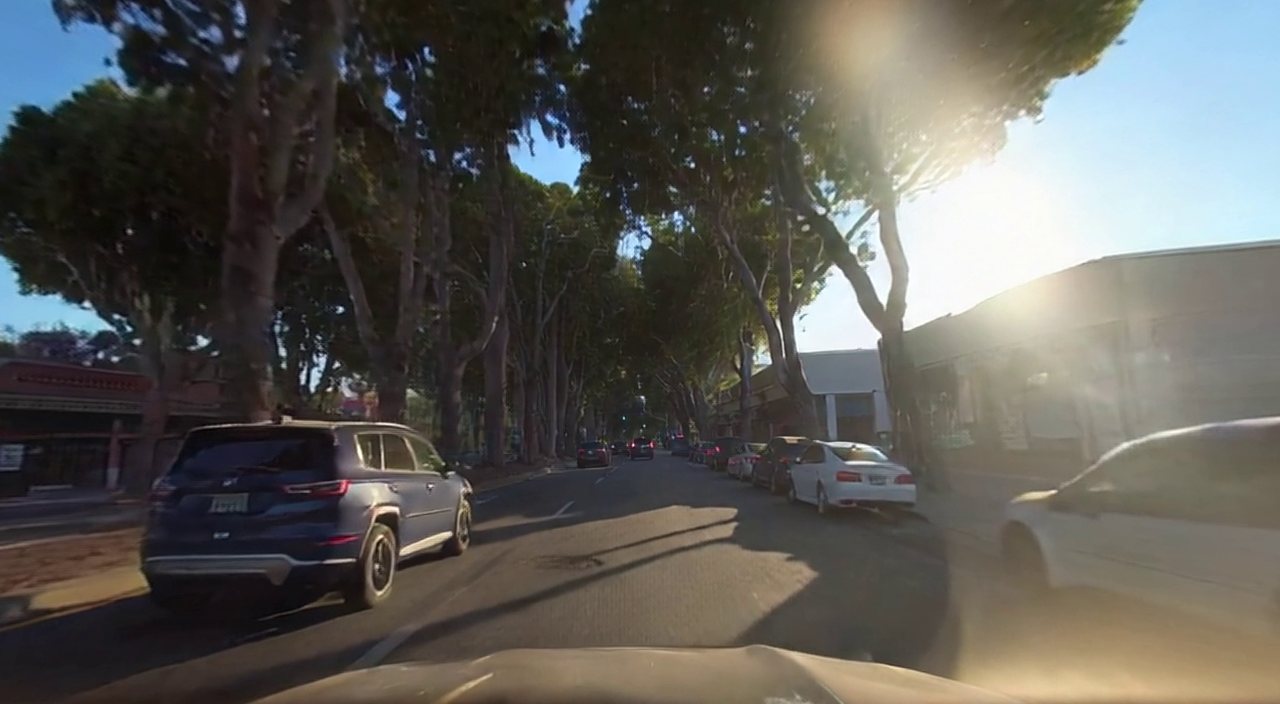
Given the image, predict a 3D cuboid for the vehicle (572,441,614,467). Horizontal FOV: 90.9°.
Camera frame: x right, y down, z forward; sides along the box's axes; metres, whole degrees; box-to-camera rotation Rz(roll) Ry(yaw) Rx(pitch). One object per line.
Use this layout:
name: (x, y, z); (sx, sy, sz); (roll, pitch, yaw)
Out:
vehicle: (-2.848, 6.265, 39.008); (2.151, 1.484, 4.468); (0, -8, 1)

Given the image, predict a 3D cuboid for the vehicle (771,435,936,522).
vehicle: (4.181, 2.530, 13.205); (1.887, 1.517, 4.257); (0, -8, -1)

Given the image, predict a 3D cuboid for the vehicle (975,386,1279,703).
vehicle: (4.260, 1.125, 3.965); (1.940, 1.669, 4.142); (0, -8, -1)

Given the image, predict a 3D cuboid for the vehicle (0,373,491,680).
vehicle: (-3.144, 1.317, 5.981); (2.186, 1.708, 4.746); (0, -8, 1)

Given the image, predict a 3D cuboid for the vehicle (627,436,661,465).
vehicle: (0.264, 6.399, 41.049); (2.075, 1.770, 4.018); (0, -8, 0)
